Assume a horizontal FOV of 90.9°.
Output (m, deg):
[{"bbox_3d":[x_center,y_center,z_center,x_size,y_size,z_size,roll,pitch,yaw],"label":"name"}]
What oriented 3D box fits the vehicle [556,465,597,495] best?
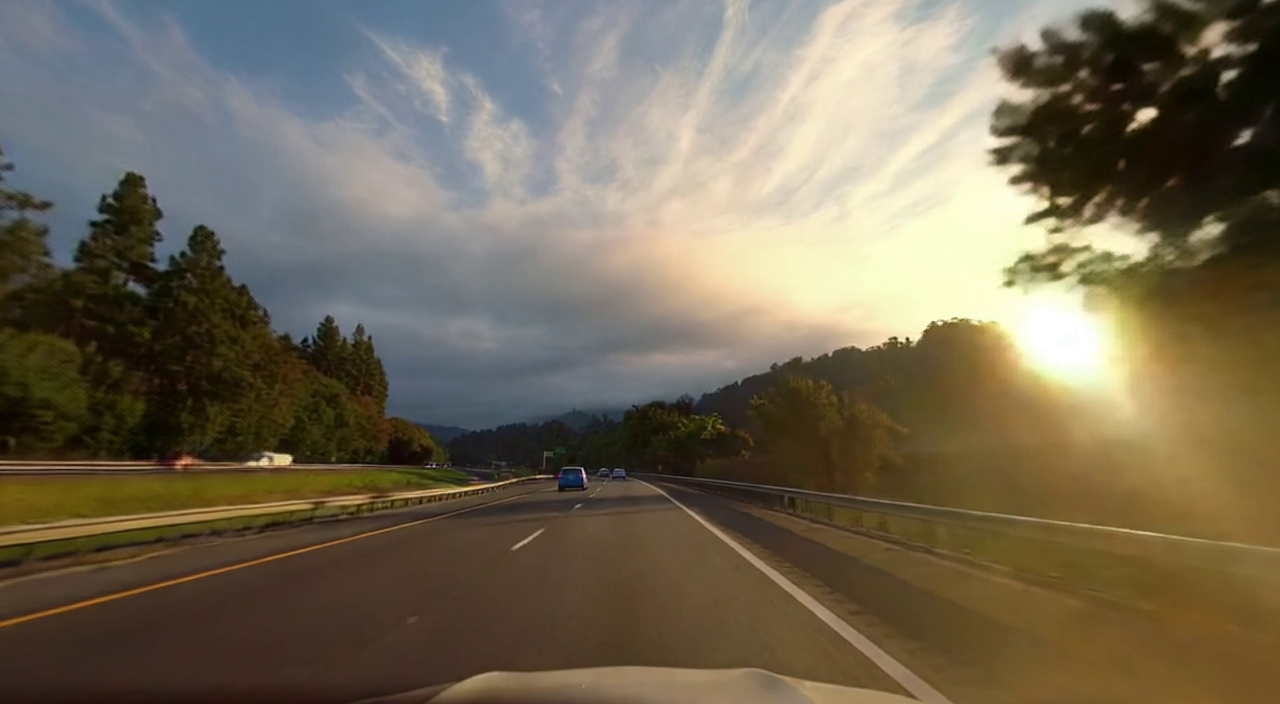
[{"bbox_3d":[-3.547,7.274,36.022,1.967,1.556,4.364,1,-10,-1],"label":"vehicle"}]
